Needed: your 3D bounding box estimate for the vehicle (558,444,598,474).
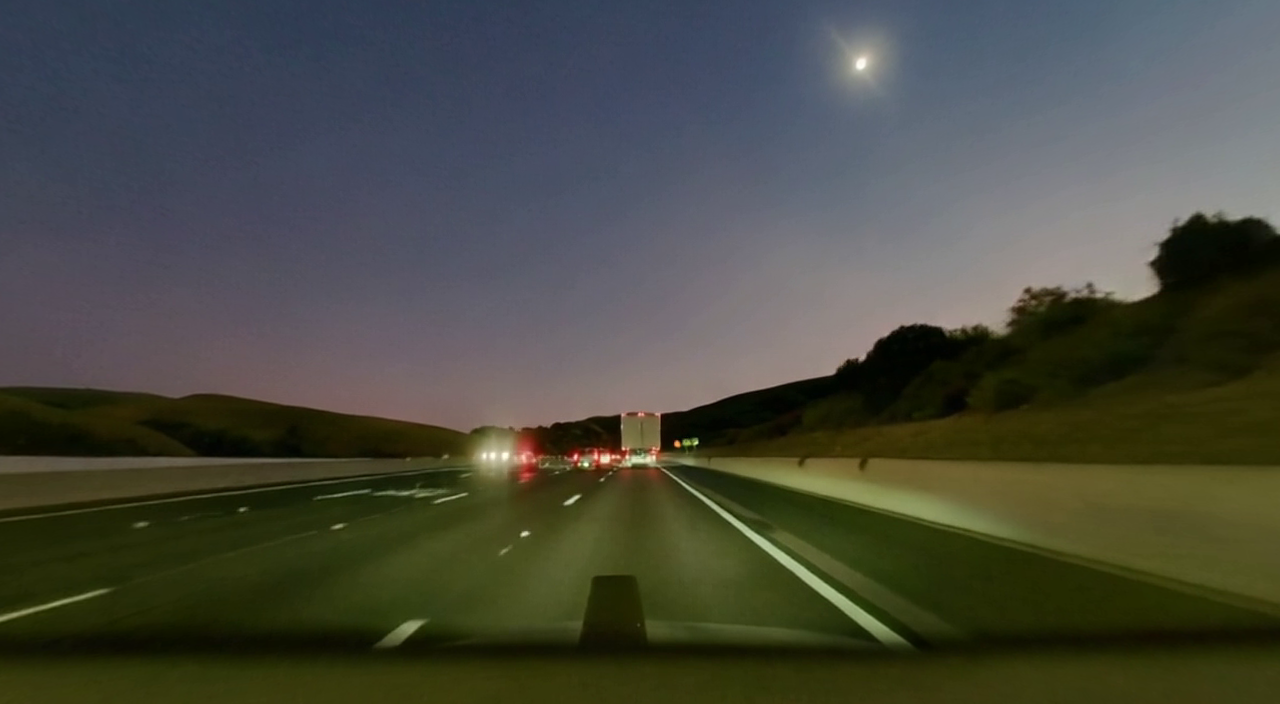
[{"bbox_3d":[-3.873,6.727,39.887,2.053,1.746,4.508,0,-9,0],"label":"vehicle"}]
